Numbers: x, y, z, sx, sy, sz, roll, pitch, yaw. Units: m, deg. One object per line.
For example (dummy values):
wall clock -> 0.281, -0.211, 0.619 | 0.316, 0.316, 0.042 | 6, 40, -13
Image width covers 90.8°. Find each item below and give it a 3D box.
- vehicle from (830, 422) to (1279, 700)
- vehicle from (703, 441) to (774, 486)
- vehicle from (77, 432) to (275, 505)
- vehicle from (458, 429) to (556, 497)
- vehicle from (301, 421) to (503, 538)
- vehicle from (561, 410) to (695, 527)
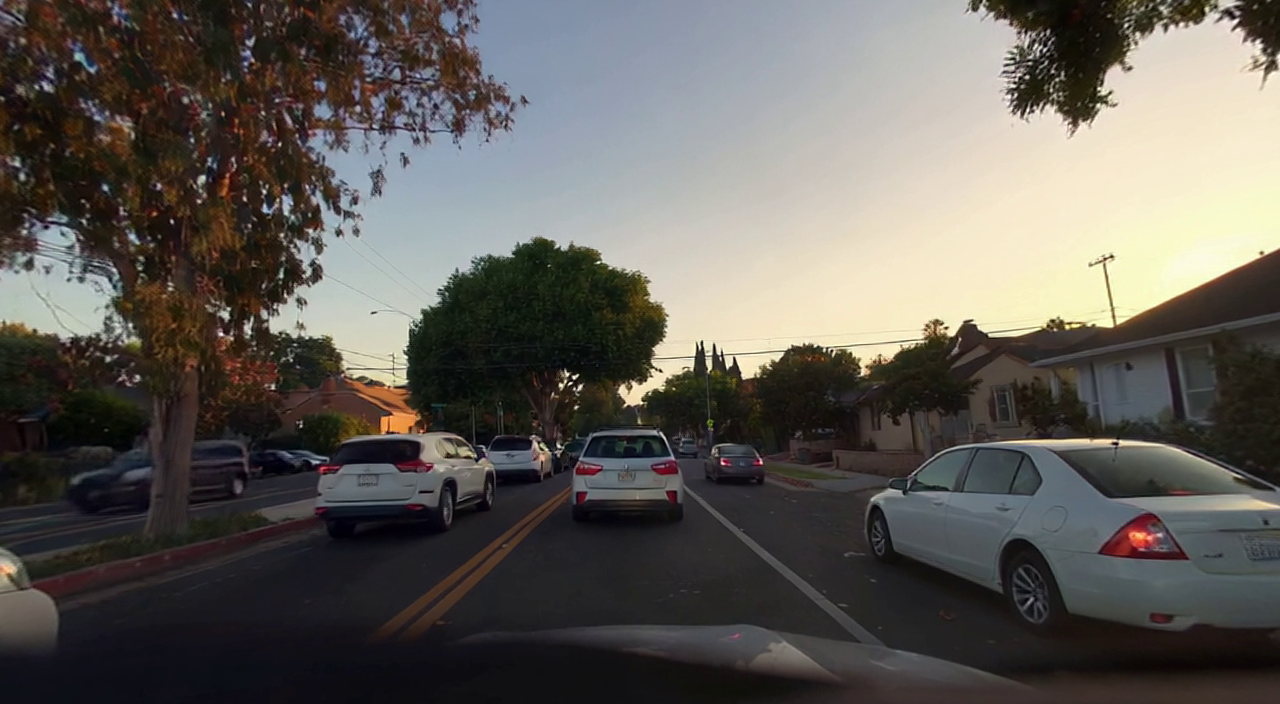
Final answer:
vehicle -> 3.471, 1.462, 5.774 | 1.977, 1.480, 4.589 | 0, -8, -1
vehicle -> 3.487, 4.015, 23.132 | 1.880, 1.476, 3.932 | 0, -8, -1
vehicle -> -12.891, 3.238, 18.066 | 2.098, 1.774, 4.614 | 0, -8, 0
vehicle -> -3.645, 3.103, 18.096 | 1.932, 1.695, 4.150 | 0, -8, 0
vehicle -> -3.724, 2.066, 10.862 | 1.864, 1.576, 4.324 | 0, -8, -1
vehicle -> -0.258, 2.198, 12.438 | 2.164, 1.867, 4.254 | 0, -8, -2
